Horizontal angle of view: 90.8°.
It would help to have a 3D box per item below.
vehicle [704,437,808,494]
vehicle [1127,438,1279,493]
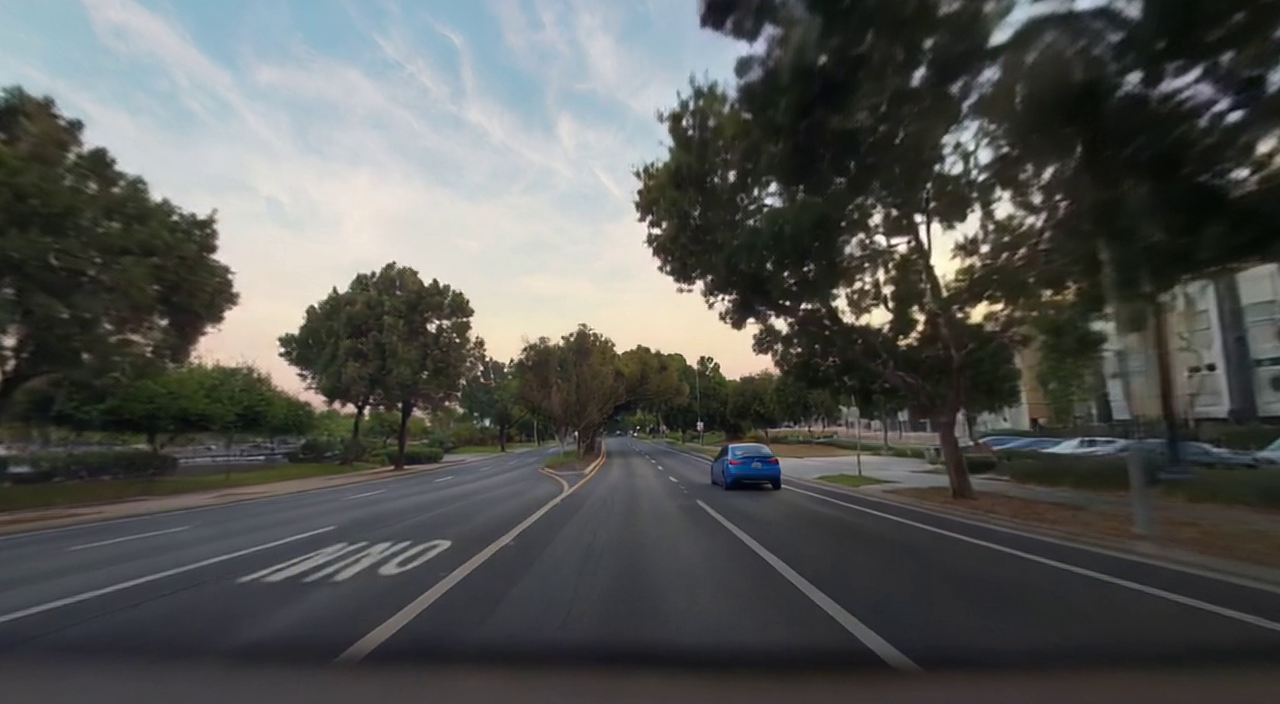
[{"bbox_3d":[3.320,3.354,19.074,2.114,1.493,4.430,0,-8,-2],"label":"vehicle"},{"bbox_3d":[19.546,3.844,21.397,4.418,1.418,1.873,-4,-14,-2],"label":"vehicle"}]
